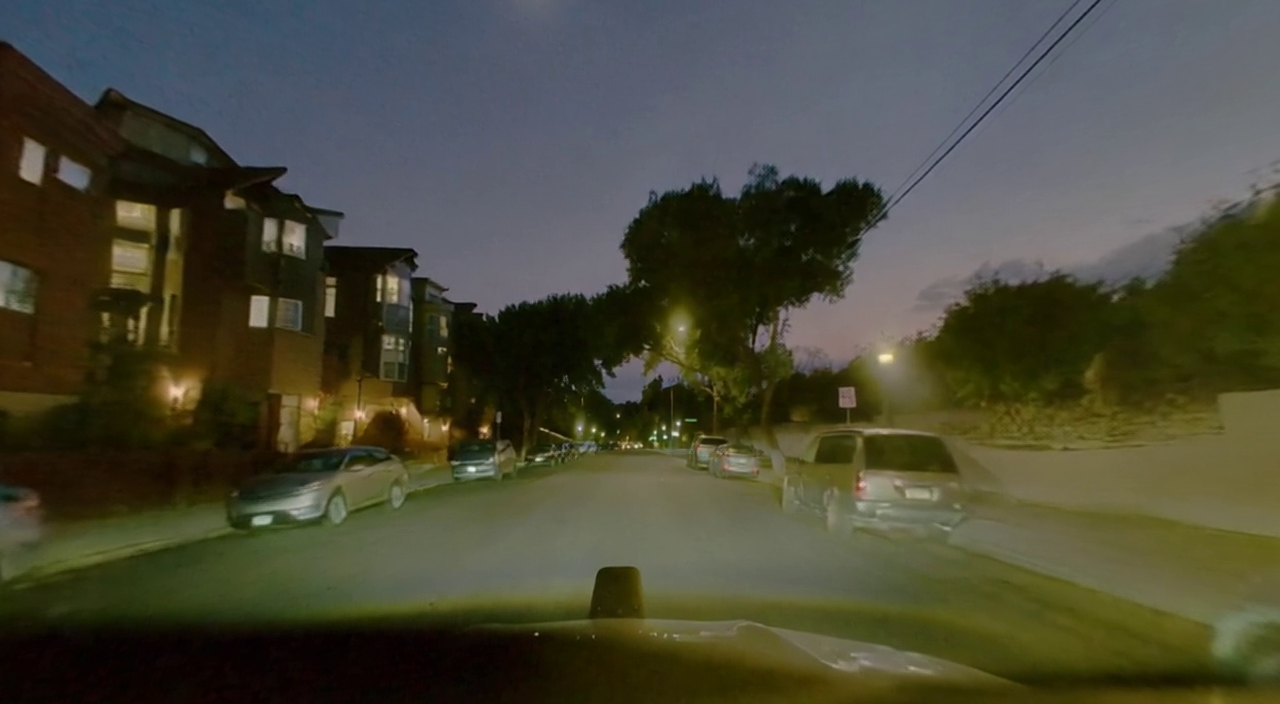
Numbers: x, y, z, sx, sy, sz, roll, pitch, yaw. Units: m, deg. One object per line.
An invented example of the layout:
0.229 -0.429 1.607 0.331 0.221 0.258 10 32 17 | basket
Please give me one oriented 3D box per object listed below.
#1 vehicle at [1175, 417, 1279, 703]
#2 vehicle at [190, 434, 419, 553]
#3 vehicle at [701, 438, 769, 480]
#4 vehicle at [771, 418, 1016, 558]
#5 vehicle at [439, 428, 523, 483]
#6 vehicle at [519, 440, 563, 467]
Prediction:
3.487 0.727 0.608 1.881 1.482 4.531 0 -8 -2 | vehicle
-5.888 2.429 11.807 1.901 1.475 4.425 -5 -5 -1 | vehicle
3.643 4.175 24.990 1.968 1.505 4.368 0 -8 -1 | vehicle
3.476 1.944 9.780 1.950 1.647 4.425 0 -8 0 | vehicle
-6.000 3.986 24.443 2.106 1.760 4.573 -4 -9 -2 | vehicle
-5.871 6.077 37.939 1.998 1.485 4.476 0 -8 -1 | vehicle
